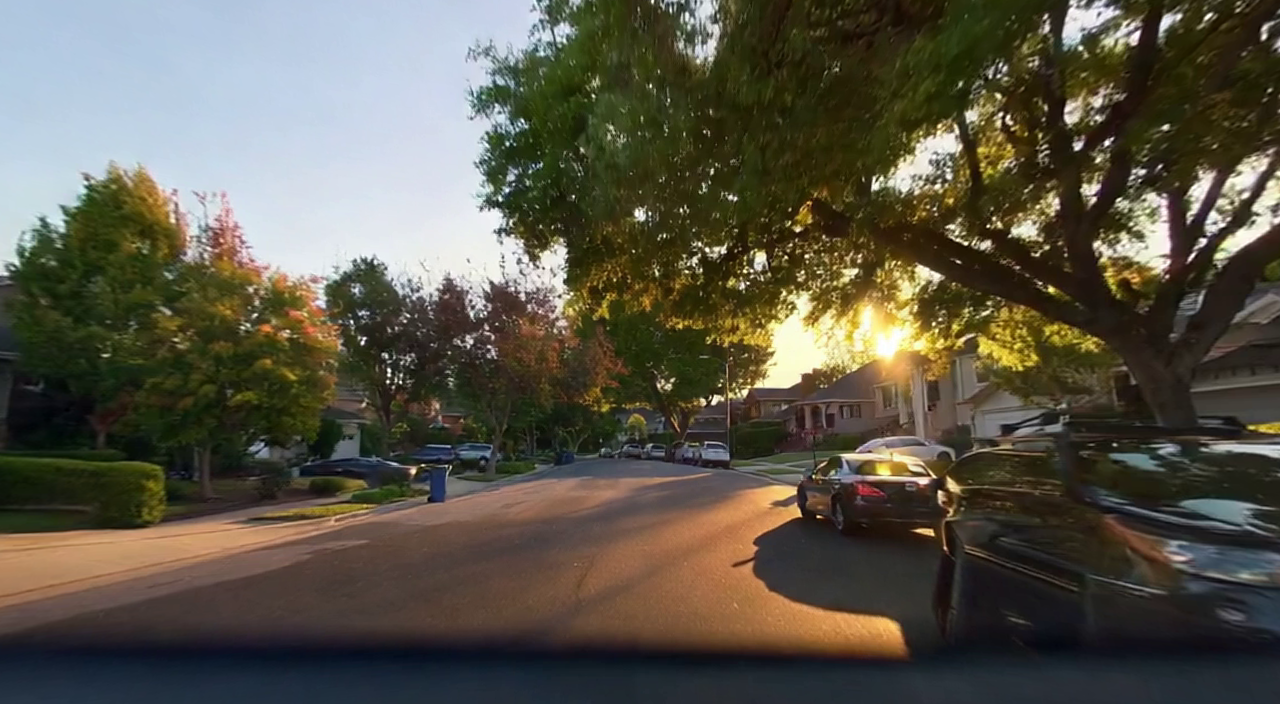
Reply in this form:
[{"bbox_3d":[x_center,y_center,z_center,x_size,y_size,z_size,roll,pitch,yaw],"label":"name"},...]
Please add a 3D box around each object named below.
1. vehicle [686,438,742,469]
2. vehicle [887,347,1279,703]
[{"bbox_3d":[4.932,6.877,43.130,2.715,1.900,6.163,1,-8,-3],"label":"vehicle"},{"bbox_3d":[3.788,1.211,4.522,2.161,1.854,5.289,-1,-9,3],"label":"vehicle"}]
